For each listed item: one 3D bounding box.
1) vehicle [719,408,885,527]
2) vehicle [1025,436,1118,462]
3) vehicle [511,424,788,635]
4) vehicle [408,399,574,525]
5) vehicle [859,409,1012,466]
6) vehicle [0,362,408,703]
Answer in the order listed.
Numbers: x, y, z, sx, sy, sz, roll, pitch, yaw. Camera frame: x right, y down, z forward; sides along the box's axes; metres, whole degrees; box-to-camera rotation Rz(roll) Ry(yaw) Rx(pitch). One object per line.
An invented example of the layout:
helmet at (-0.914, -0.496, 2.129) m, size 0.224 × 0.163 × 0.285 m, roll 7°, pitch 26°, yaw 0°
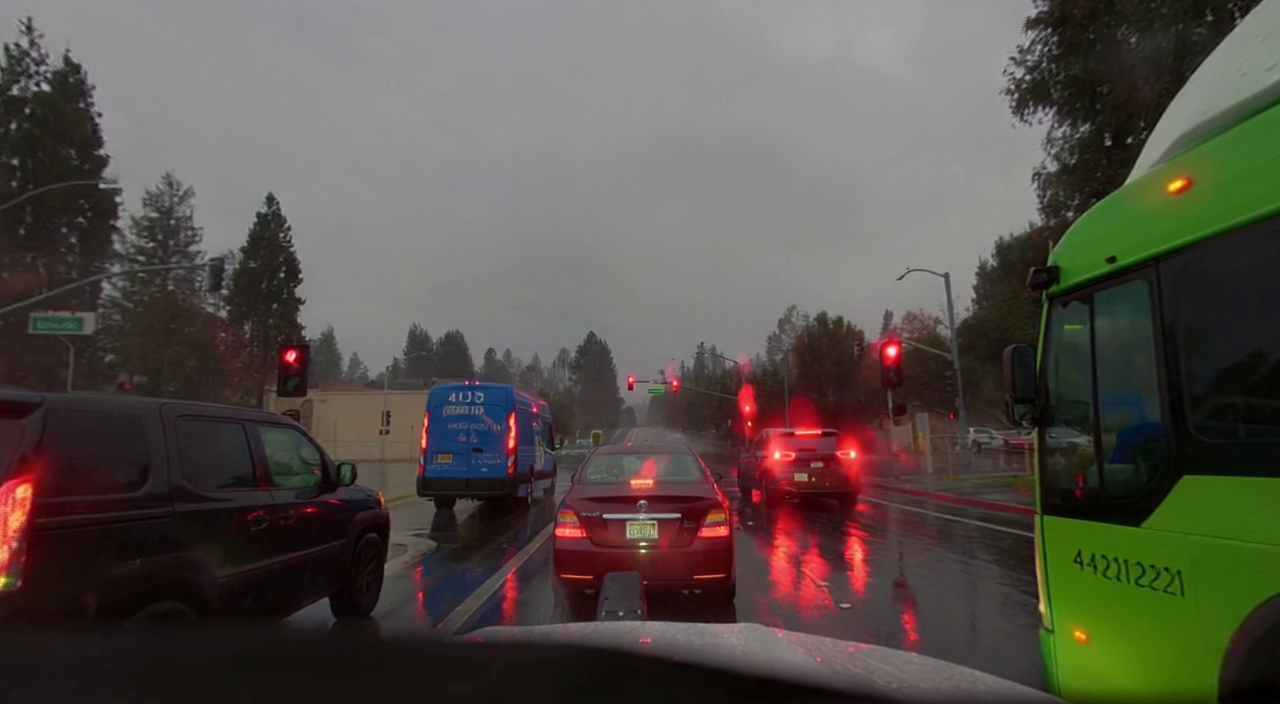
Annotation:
vehicle at (3.137, 2.402, 13.664) m, size 2.143 × 2.036 × 5.367 m, roll 0°, pitch -8°, yaw 0°
vehicle at (25.886, 5.823, 37.990) m, size 4.229 × 1.489 × 1.794 m, roll 0°, pitch -8°, yaw -1°
vehicle at (0.060, 1.546, 6.411) m, size 1.976 × 1.485 × 3.624 m, roll 0°, pitch -8°, yaw 0°
vehicle at (-2.941, 2.351, 13.951) m, size 2.335 × 2.221 × 5.165 m, roll 0°, pitch -8°, yaw 1°
vehicle at (17.579, 5.139, 37.918) m, size 7.839 × 3.213 × 2.628 m, roll 0°, pitch -8°, yaw -3°
vehicle at (-3.407, 1.180, 4.621) m, size 1.921 × 1.701 × 3.989 m, roll 0°, pitch -8°, yaw -1°
